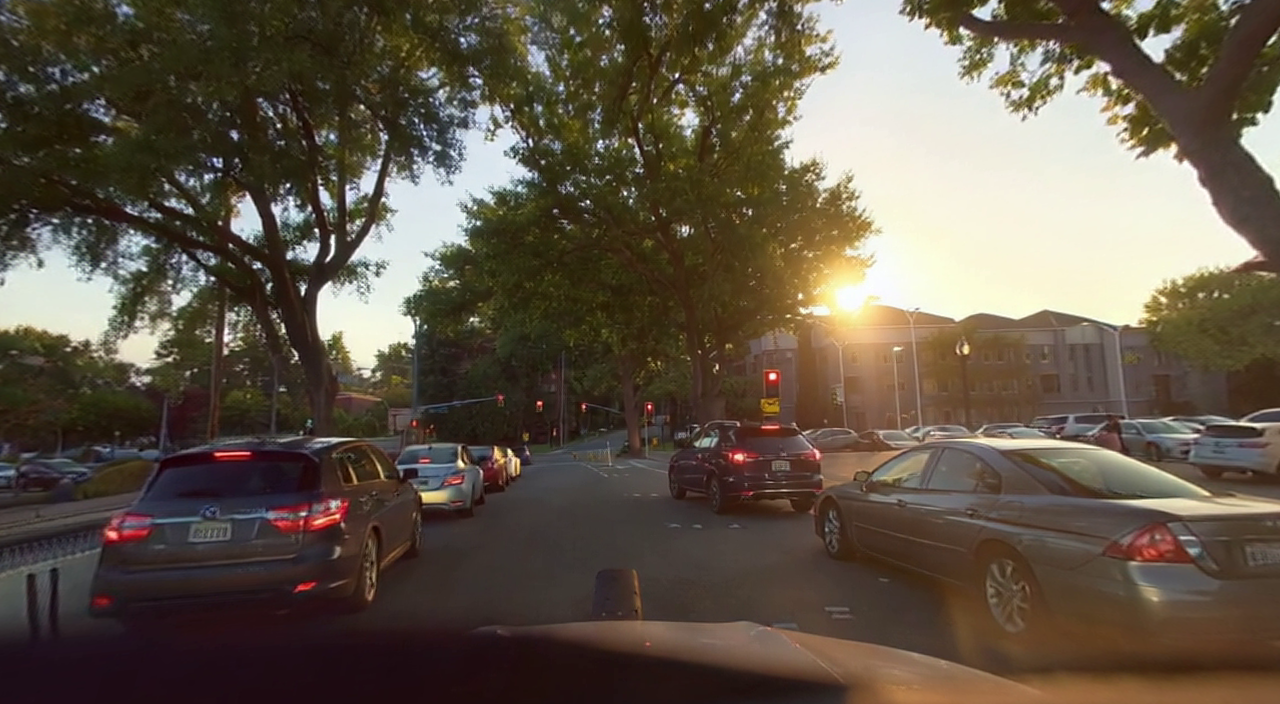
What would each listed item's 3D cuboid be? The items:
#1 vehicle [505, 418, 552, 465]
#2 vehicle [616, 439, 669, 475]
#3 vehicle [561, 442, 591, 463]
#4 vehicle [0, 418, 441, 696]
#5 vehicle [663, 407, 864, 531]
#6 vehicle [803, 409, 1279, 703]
[{"bbox_3d":[-8.378,6.873,48.306,2.820,3.263,7.986,1,-8,-5],"label":"vehicle"},{"bbox_3d":[0.017,4.806,29.135,1.910,1.493,4.490,1,-8,-6],"label":"vehicle"},{"bbox_3d":[-4.726,7.389,46.495,2.095,1.473,4.301,1,-8,-6],"label":"vehicle"},{"bbox_3d":[-3.036,1.460,5.824,1.968,1.497,4.286,2,-9,-14],"label":"vehicle"},{"bbox_3d":[2.050,2.243,12.769,2.324,1.907,5.634,1,-8,-7],"label":"vehicle"},{"bbox_3d":[3.240,1.387,5.533,1.904,1.494,4.864,1,-8,-6],"label":"vehicle"}]
